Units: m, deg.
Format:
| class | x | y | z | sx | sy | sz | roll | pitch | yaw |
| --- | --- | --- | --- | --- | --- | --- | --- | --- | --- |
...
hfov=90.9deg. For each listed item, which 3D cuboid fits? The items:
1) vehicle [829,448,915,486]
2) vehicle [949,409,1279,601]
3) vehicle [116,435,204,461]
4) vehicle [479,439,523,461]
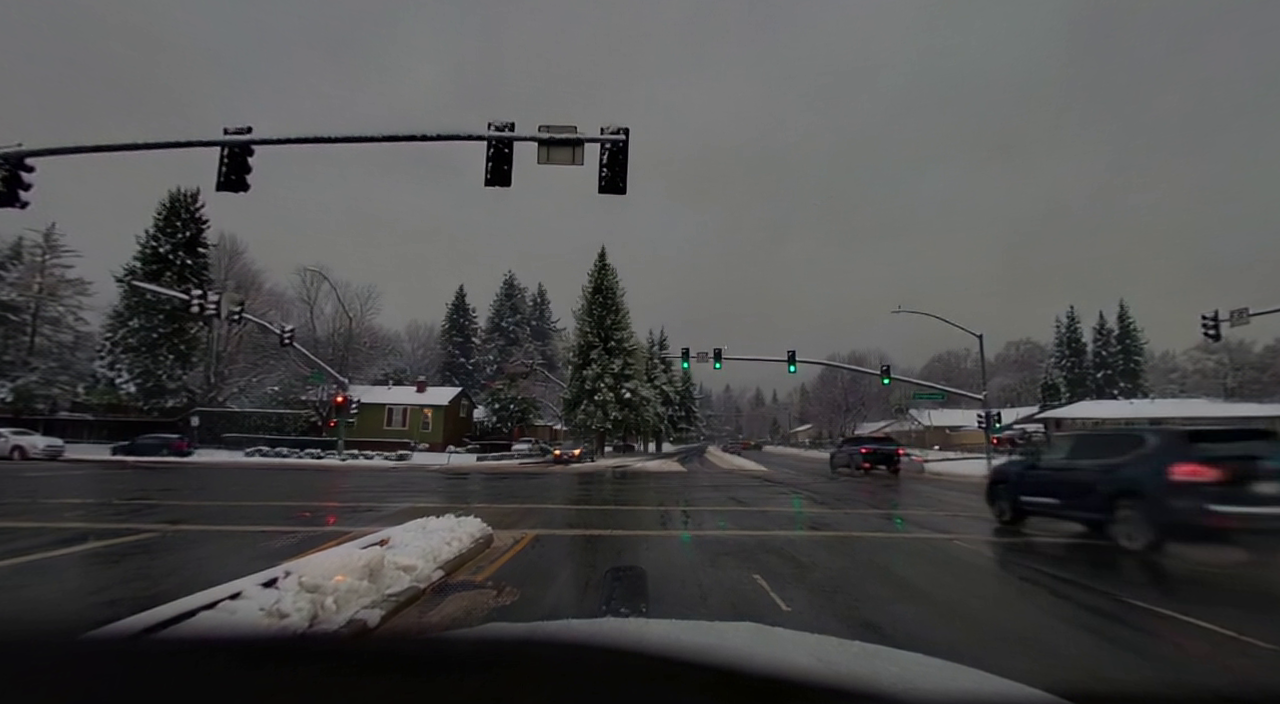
| class | x | y | z | sx | sy | sz | roll | pitch | yaw |
| --- | --- | --- | --- | --- | --- | --- | --- | --- | --- |
| vehicle | 9.944 | 4.919 | 27.436 | 1.947 | 1.481 | 4.745 | 0 | -8 | 1 |
| vehicle | 6.498 | 1.814 | 8.486 | 2.239 | 1.812 | 4.812 | 0 | -8 | 0 |
| vehicle | -30.328 | 6.083 | 39.885 | 1.917 | 1.543 | 4.027 | -8 | -12 | 44 |
| vehicle | -10.116 | 7.184 | 46.189 | 2.039 | 1.519 | 4.356 | -1 | -8 | 2 |
